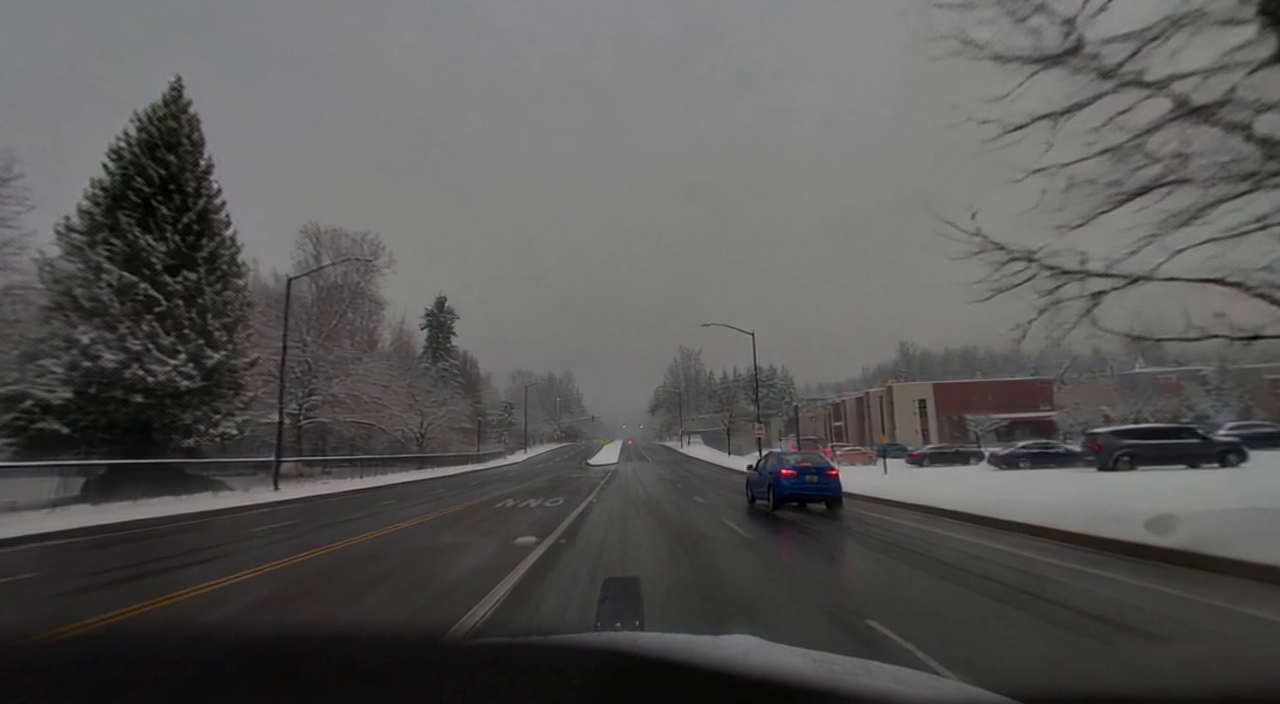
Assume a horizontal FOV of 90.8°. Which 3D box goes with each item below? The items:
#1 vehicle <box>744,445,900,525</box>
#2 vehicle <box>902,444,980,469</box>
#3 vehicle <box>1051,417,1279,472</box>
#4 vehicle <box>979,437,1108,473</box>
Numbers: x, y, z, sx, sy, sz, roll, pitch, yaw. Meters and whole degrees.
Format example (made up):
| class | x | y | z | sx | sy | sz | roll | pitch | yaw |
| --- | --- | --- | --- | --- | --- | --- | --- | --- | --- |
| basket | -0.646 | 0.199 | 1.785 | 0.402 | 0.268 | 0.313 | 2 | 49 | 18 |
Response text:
| class | x | y | z | sx | sy | sz | roll | pitch | yaw |
| --- | --- | --- | --- | --- | --- | --- | --- | --- | --- |
| vehicle | 3.825 | 2.870 | 14.280 | 2.114 | 1.493 | 4.430 | 0 | -9 | -1 |
| vehicle | 17.845 | 6.209 | 37.576 | 3.622 | 1.432 | 2.029 | 0 | -9 | -3 |
| vehicle | 18.625 | 3.309 | 22.491 | 6.156 | 1.801 | 2.491 | 0 | -9 | 1 |
| vehicle | 18.177 | 4.638 | 28.617 | 4.436 | 1.556 | 1.997 | 0 | -9 | -1 |
